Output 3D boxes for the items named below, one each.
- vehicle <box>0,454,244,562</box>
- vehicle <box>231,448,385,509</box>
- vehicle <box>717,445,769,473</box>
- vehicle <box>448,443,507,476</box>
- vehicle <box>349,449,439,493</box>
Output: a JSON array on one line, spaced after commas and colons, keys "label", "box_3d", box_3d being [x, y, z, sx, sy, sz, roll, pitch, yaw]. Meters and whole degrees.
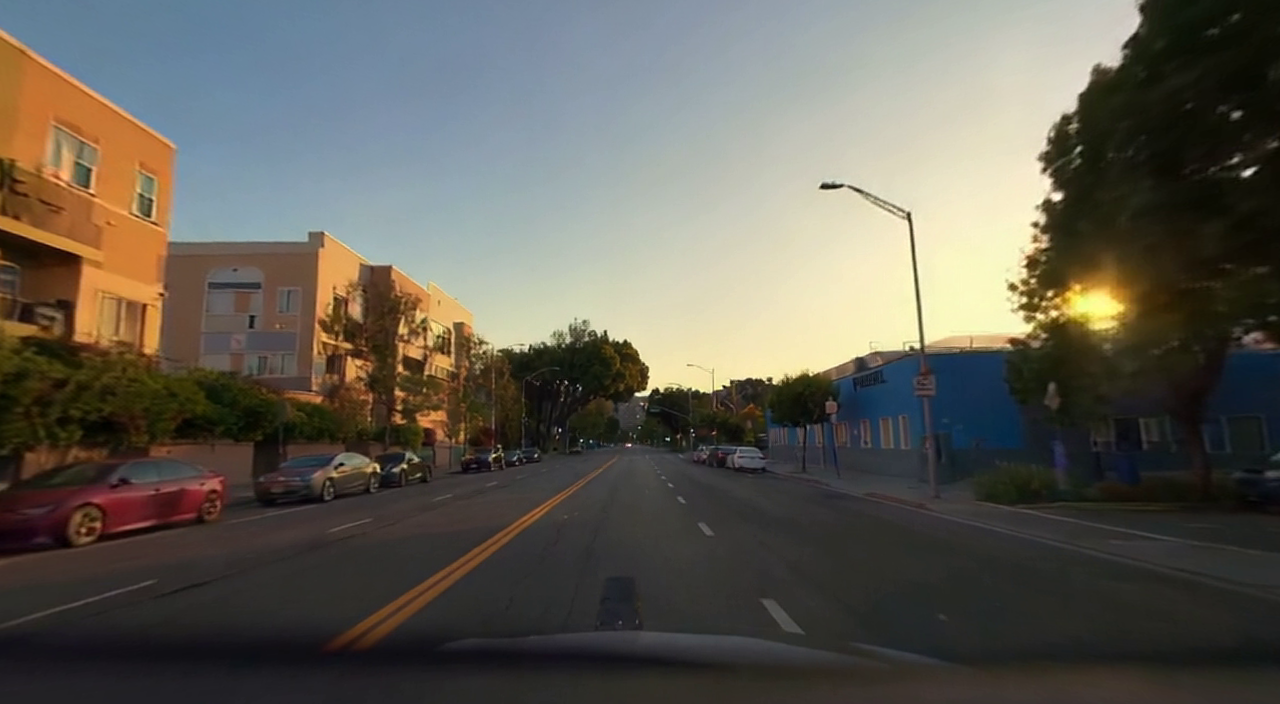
[{"label": "vehicle", "box_3d": [-10.051, 2.698, 11.808, 2.010, 1.476, 4.871, -1, -8, 2]}, {"label": "vehicle", "box_3d": [-10.157, 3.871, 19.959, 1.995, 1.564, 5.321, 0, -8, 0]}, {"label": "vehicle", "box_3d": [5.946, 6.221, 36.939, 2.038, 1.482, 4.994, 0, -8, -2]}, {"label": "vehicle", "box_3d": [-10.071, 6.688, 39.692, 2.228, 1.863, 5.407, 0, -8, 1]}, {"label": "vehicle", "box_3d": [-9.723, 4.703, 25.398, 2.021, 1.482, 4.601, 0, -8, -3]}]
